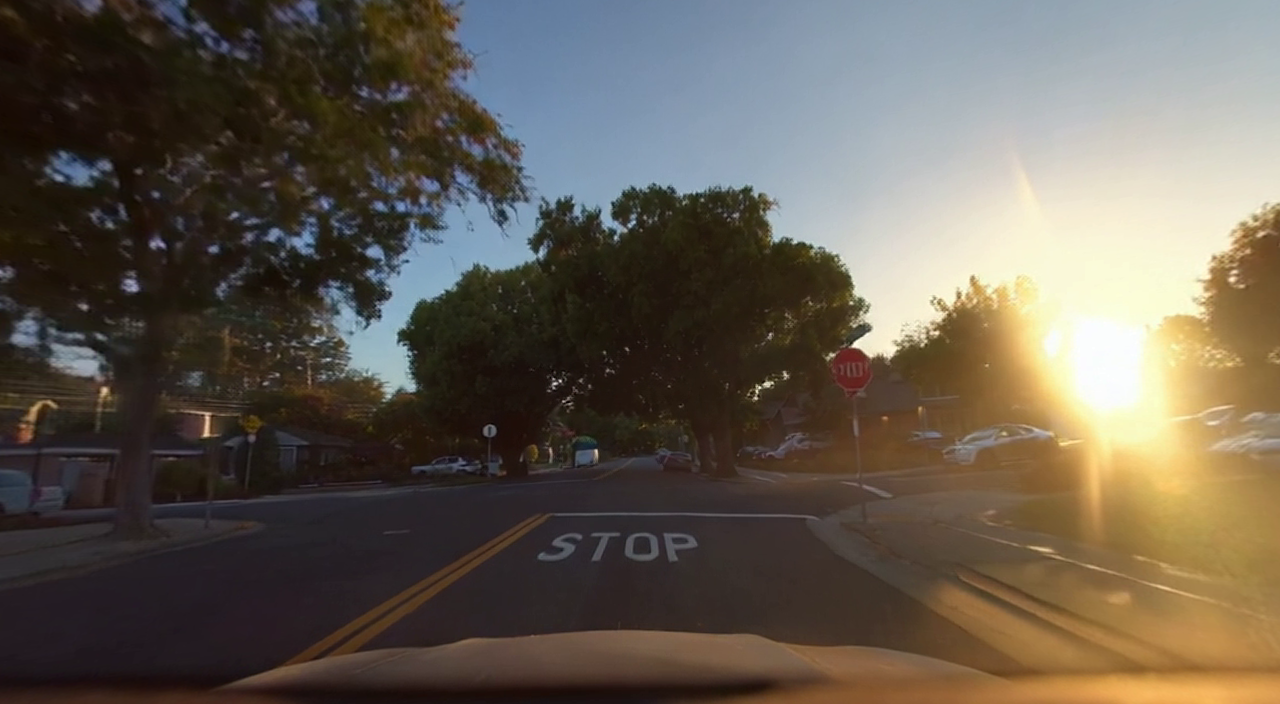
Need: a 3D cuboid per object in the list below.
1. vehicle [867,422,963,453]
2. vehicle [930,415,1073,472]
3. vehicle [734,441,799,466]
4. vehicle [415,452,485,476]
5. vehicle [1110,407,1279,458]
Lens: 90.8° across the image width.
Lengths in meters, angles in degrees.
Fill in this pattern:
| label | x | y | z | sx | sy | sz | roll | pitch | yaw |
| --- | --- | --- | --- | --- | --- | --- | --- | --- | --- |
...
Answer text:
| label | x | y | z | sx | sy | sz | roll | pitch | yaw |
| --- | --- | --- | --- | --- | --- | --- | --- | --- | --- |
| vehicle | 15.084 | 4.750 | 34.918 | 1.960 | 1.584 | 4.669 | 3 | -9 | -23 |
| vehicle | 15.161 | 3.849 | 26.597 | 4.788 | 1.875 | 2.148 | 1 | -19 | -15 |
| vehicle | 9.649 | 7.768 | 48.134 | 4.399 | 1.537 | 1.859 | 4 | -19 | -21 |
| vehicle | -12.140 | 7.165 | 40.505 | 3.937 | 1.390 | 1.644 | 0 | -7 | 0 |
| vehicle | 17.593 | 2.557 | 20.020 | 4.682 | 1.483 | 1.917 | 2 | -9 | -20 |
